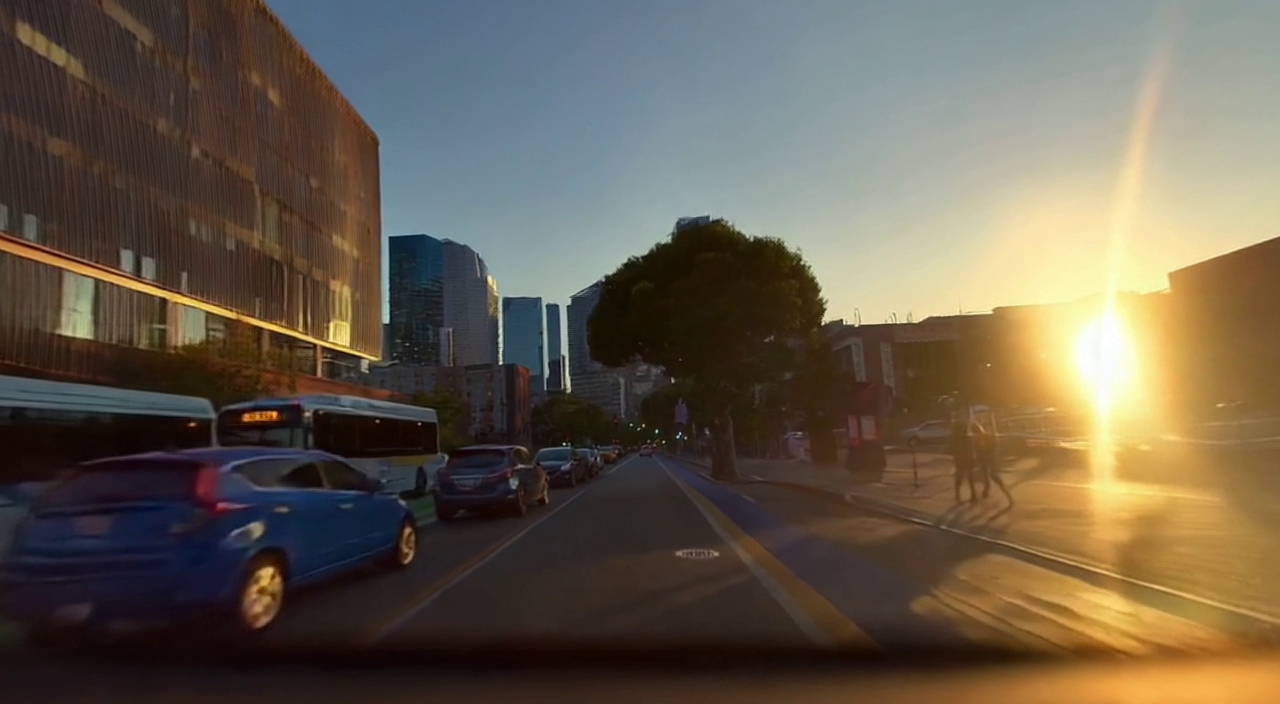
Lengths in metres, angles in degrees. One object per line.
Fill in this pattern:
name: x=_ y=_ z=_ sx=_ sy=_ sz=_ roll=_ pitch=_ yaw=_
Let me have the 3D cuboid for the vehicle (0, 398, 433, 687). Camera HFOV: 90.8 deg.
vehicle: x=-3.836 y=1.574 z=6.221 sx=1.982 sy=1.710 sz=4.454 roll=-4 pitch=-9 yaw=1

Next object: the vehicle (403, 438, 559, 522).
vehicle: x=-3.440 y=2.884 z=14.858 sx=2.266 sy=1.621 sz=4.783 roll=-1 pitch=-8 yaw=2
